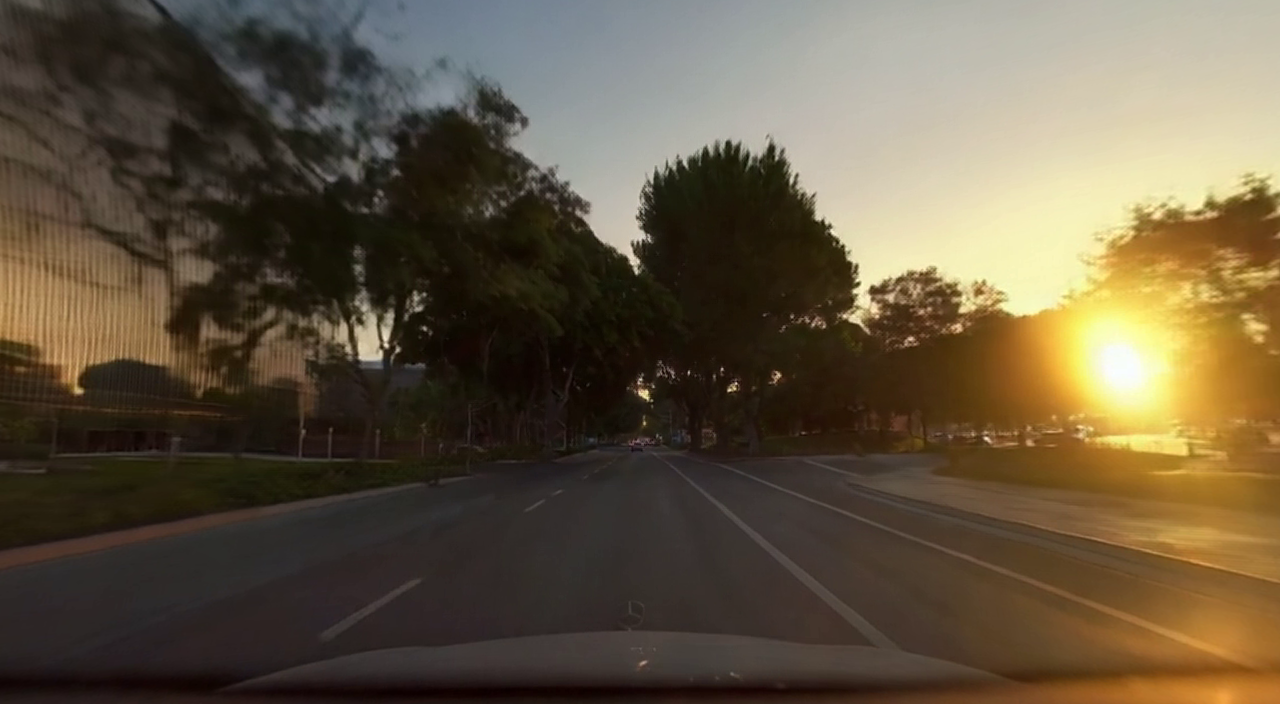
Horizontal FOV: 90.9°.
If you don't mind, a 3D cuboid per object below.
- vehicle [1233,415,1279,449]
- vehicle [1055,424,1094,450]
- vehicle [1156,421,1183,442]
[{"bbox_3d":[33.676,4.358,34.061,1.940,1.727,4.262,-7,-11,39],"label":"vehicle"},{"bbox_3d":[32.380,6.363,46.876,1.856,1.730,4.156,-9,-13,38],"label":"vehicle"},{"bbox_3d":[41.824,6.252,49.743,1.545,1.512,3.318,-3,-6,41],"label":"vehicle"}]
